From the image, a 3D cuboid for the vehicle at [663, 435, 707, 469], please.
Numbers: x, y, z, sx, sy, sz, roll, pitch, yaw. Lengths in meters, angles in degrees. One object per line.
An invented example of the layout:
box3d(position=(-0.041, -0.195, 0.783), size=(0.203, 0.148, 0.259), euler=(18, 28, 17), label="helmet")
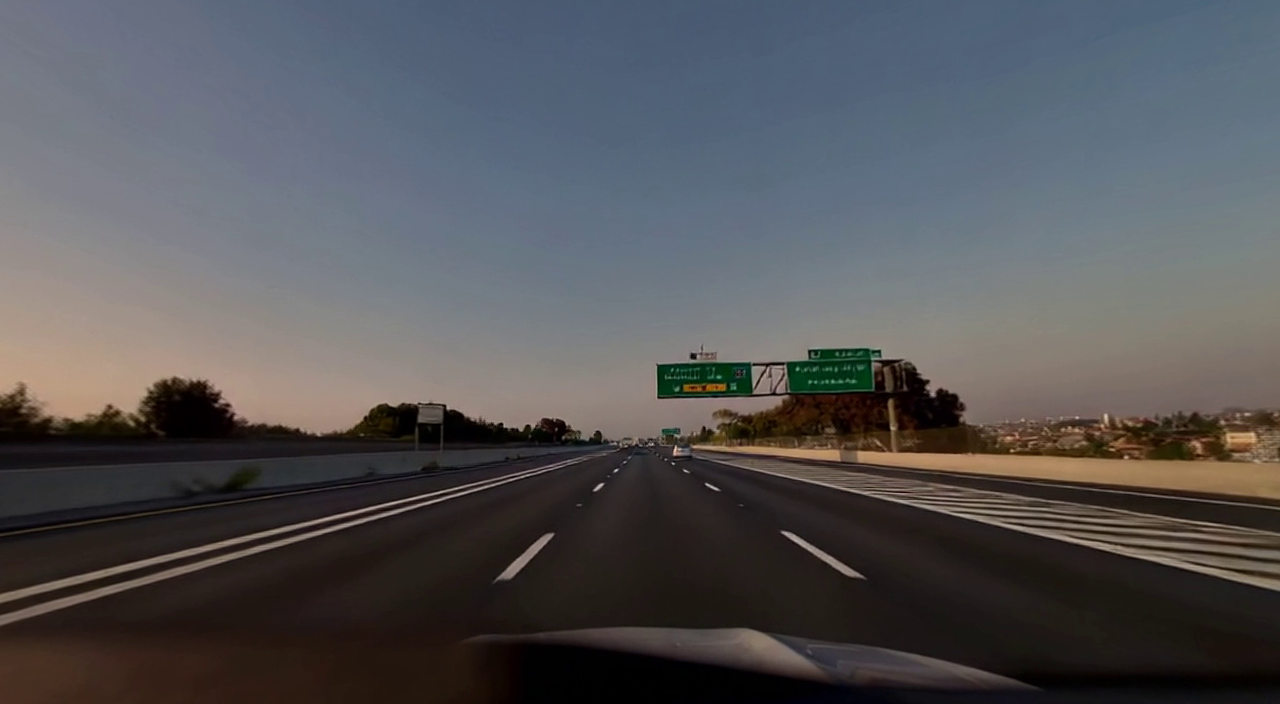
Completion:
box3d(position=(2.332, 5.312, 33.633), size=(2.050, 1.654, 4.192), euler=(0, -8, 0), label="vehicle")
